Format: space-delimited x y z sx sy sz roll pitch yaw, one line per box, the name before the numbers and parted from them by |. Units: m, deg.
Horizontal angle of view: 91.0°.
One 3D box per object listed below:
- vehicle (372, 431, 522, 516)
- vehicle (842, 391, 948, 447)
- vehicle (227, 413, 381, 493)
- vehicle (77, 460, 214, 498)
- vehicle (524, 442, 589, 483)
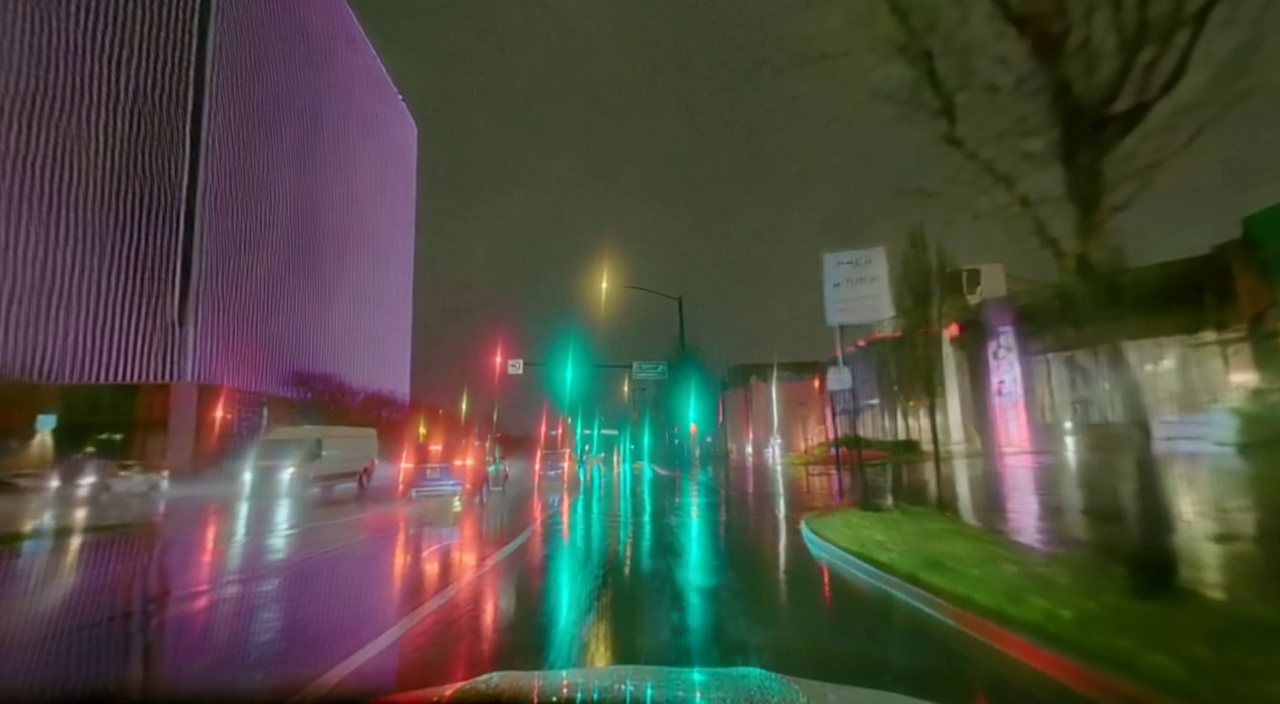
vehicle | -4.465 2.912 15.471 2.169 1.741 4.588 0 -9 1
vehicle | 15.113 4.101 37.734 4.005 2.827 4.538 4 -11 -11
vehicle | -16.996 5.273 32.832 3.394 3.584 8.313 0 -9 0
vehicle | -23.615 6.053 30.307 2.103 1.590 4.613 -4 -10 24
vehicle | -4.053 5.465 31.457 2.384 1.849 5.009 0 -9 2
